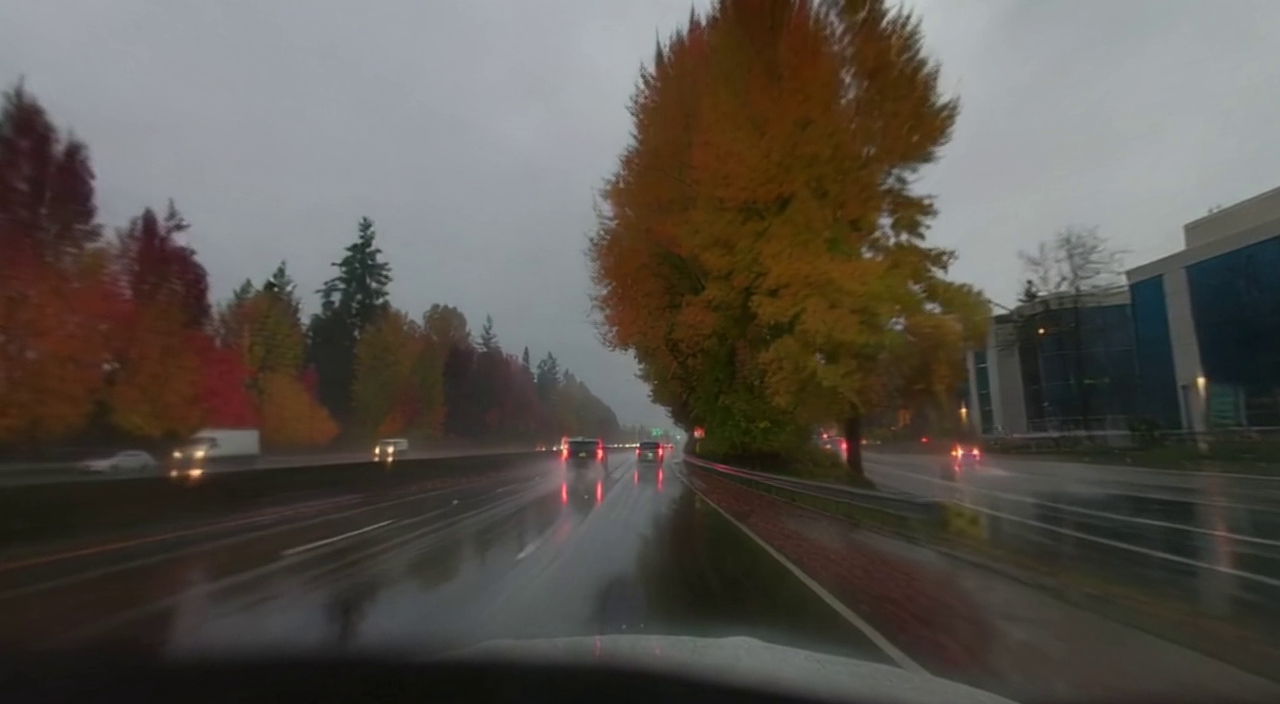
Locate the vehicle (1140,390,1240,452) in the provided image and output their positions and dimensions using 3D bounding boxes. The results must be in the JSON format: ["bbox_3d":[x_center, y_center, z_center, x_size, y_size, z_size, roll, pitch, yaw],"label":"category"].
[{"bbox_3d":[23.115,2.970,26.582,2.320,2.489,2.049,-3,-9,16],"label":"vehicle"}]

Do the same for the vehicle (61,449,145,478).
[{"bbox_3d":[-36.238,7.510,42.639,1.929,1.773,4.409,0,-9,-2],"label":"vehicle"}]

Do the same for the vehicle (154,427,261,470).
[{"bbox_3d":[-29.923,6.718,43.983,2.239,2.706,6.900,-1,-8,3],"label":"vehicle"}]

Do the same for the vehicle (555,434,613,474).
[{"bbox_3d":[-2.543,4.735,29.433,2.197,1.709,4.069,0,-8,2],"label":"vehicle"}]

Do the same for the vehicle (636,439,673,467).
[{"bbox_3d":[0.861,5.810,36.368,2.040,1.493,3.682,0,-8,2],"label":"vehicle"}]
